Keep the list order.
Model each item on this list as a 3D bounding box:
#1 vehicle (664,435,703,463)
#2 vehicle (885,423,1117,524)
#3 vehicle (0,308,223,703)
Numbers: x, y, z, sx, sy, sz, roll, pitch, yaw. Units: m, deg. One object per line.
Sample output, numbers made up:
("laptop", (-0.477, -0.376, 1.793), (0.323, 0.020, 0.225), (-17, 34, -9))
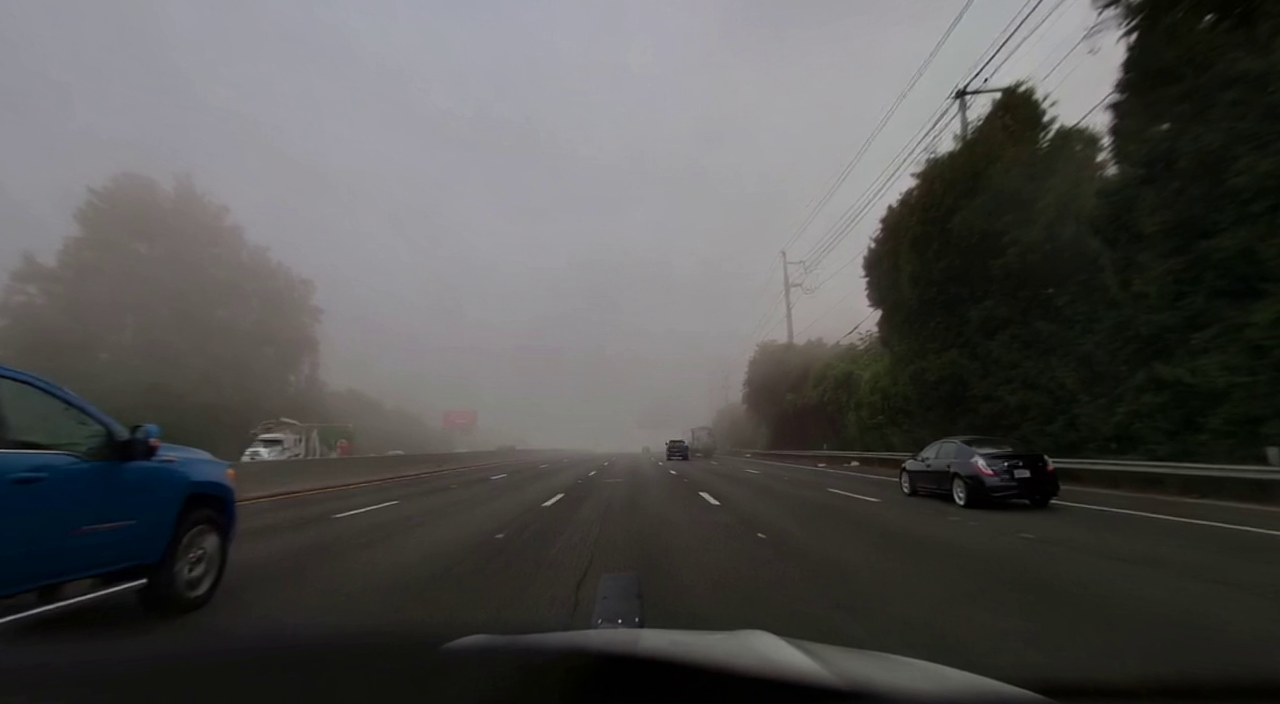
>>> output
("vehicle", (3.330, 7.571, 49.269), (2.484, 2.024, 5.265), (0, -8, -1))
("vehicle", (6.806, 2.325, 12.592), (1.976, 1.646, 4.370), (0, -8, -1))
("vehicle", (-4.557, 0.578, 1.745), (2.508, 2.023, 6.176), (0, -8, 1))
